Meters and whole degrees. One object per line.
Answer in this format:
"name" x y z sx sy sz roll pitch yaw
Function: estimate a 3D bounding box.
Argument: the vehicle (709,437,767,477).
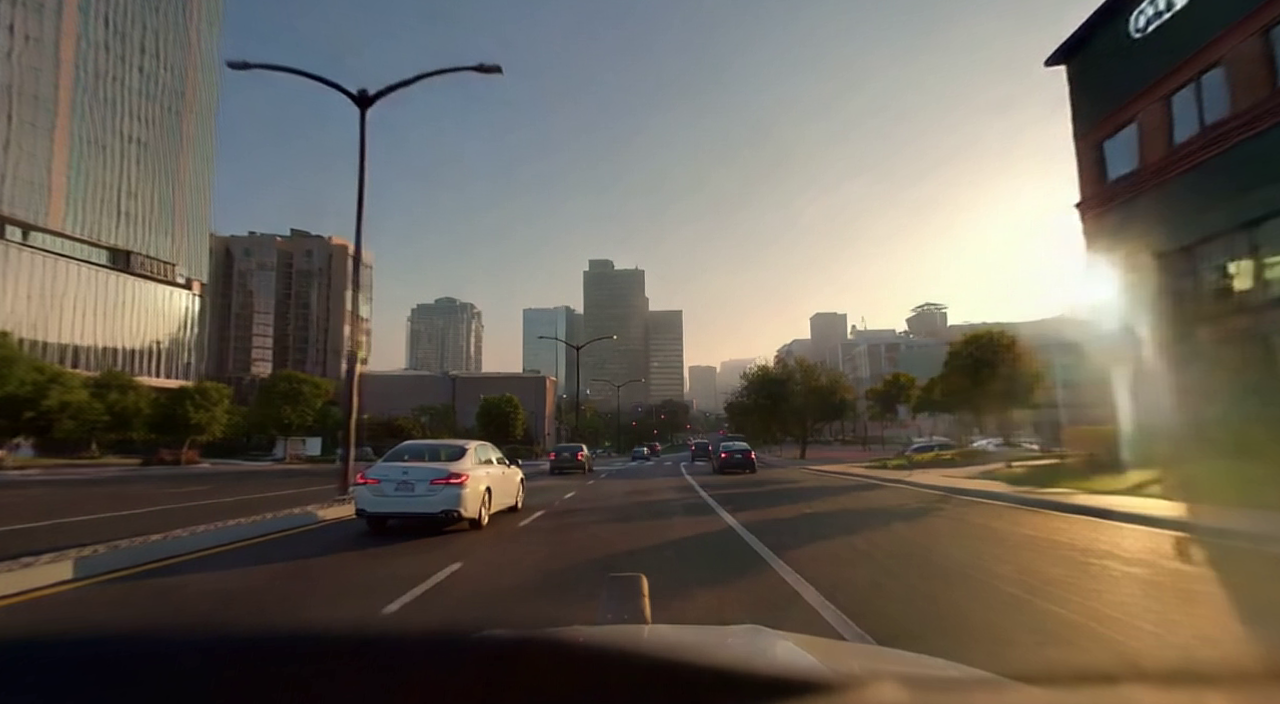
"vehicle" 4.538 4.924 29.778 2.103 1.699 4.171 0 -8 1

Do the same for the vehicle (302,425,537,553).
"vehicle" -3.101 2.030 10.078 2.118 1.568 4.436 0 -8 1

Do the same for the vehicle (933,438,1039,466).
"vehicle" 18.920 5.477 34.630 4.502 1.454 2.129 0 -9 0

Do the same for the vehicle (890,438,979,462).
"vehicle" 18.759 6.267 40.358 4.583 1.491 2.192 0 -8 -1

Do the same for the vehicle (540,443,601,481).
"vehicle" -2.872 4.652 27.005 1.980 1.454 4.226 -1 -8 3
